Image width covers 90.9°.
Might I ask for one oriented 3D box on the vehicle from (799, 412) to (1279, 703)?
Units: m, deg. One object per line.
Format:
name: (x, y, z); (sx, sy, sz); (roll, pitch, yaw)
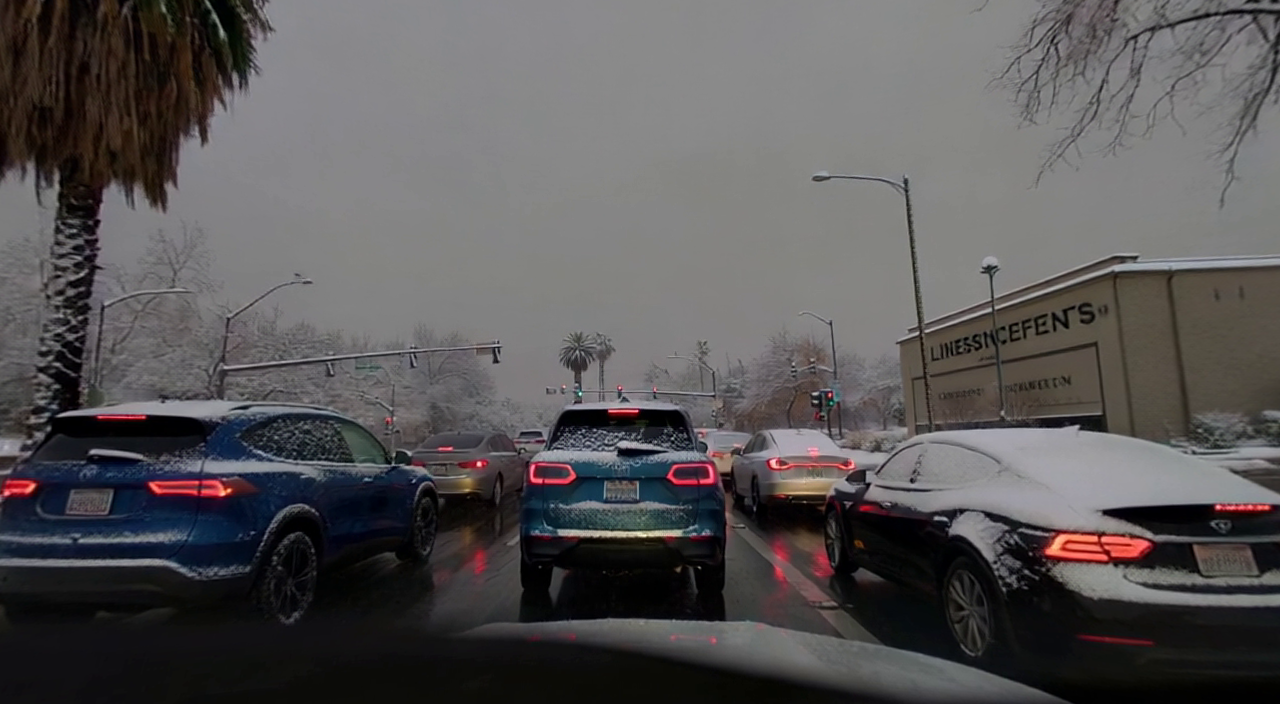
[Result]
vehicle: (2.966, 1.370, 5.256); (2.017, 1.491, 4.611); (0, -8, -1)

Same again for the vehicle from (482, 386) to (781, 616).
vehicle: (-0.128, 1.460, 7.098); (2.280, 1.747, 4.361); (0, -8, -2)

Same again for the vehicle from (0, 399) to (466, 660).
vehicle: (-3.355, 1.386, 6.050); (2.014, 1.534, 4.455); (0, -8, 1)
